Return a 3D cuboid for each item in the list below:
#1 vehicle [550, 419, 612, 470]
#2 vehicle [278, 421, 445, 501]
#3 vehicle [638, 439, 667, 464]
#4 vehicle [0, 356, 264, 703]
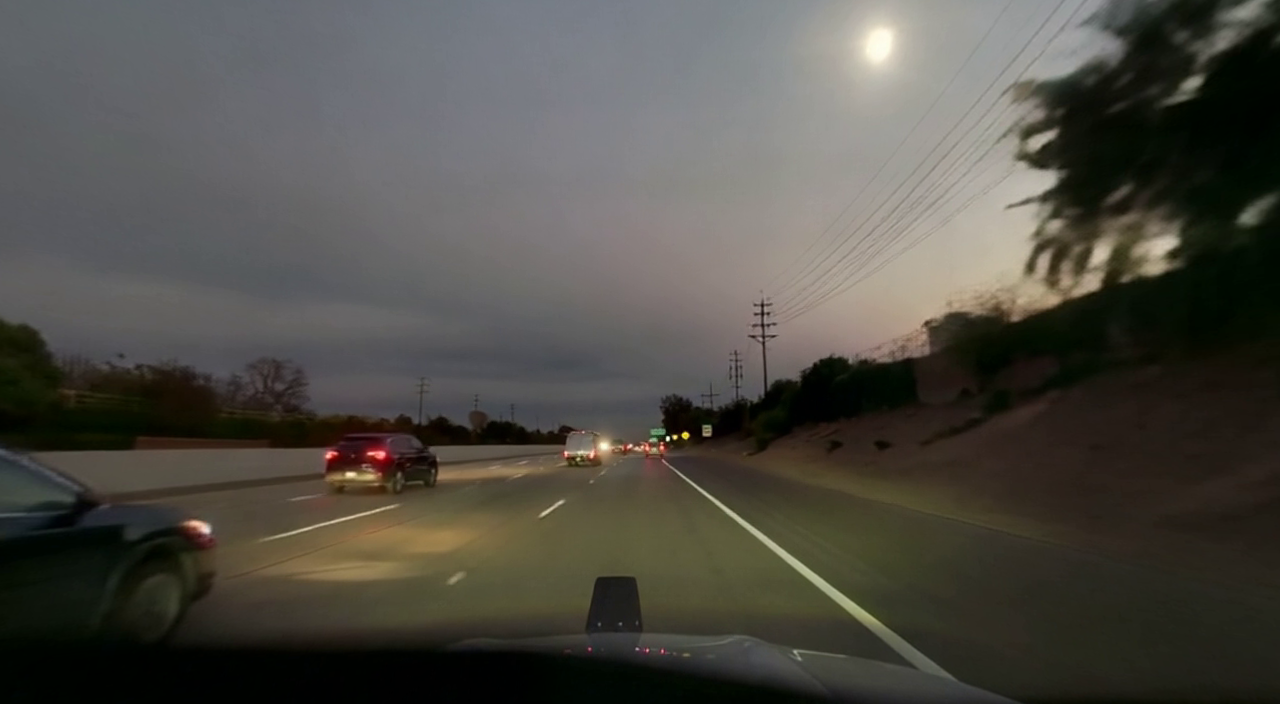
[{"bbox_3d":[-3.553,5.970,40.481,2.915,2.885,9.394,0,-9,1],"label":"vehicle"},{"bbox_3d":[-7.427,2.993,17.610,2.192,1.893,5.330,0,-9,0],"label":"vehicle"},{"bbox_3d":[0.962,7.304,46.228,2.038,1.677,4.219,0,-9,2],"label":"vehicle"},{"bbox_3d":[-3.858,0.843,2.614,1.976,1.688,4.124,0,-9,0],"label":"vehicle"}]
